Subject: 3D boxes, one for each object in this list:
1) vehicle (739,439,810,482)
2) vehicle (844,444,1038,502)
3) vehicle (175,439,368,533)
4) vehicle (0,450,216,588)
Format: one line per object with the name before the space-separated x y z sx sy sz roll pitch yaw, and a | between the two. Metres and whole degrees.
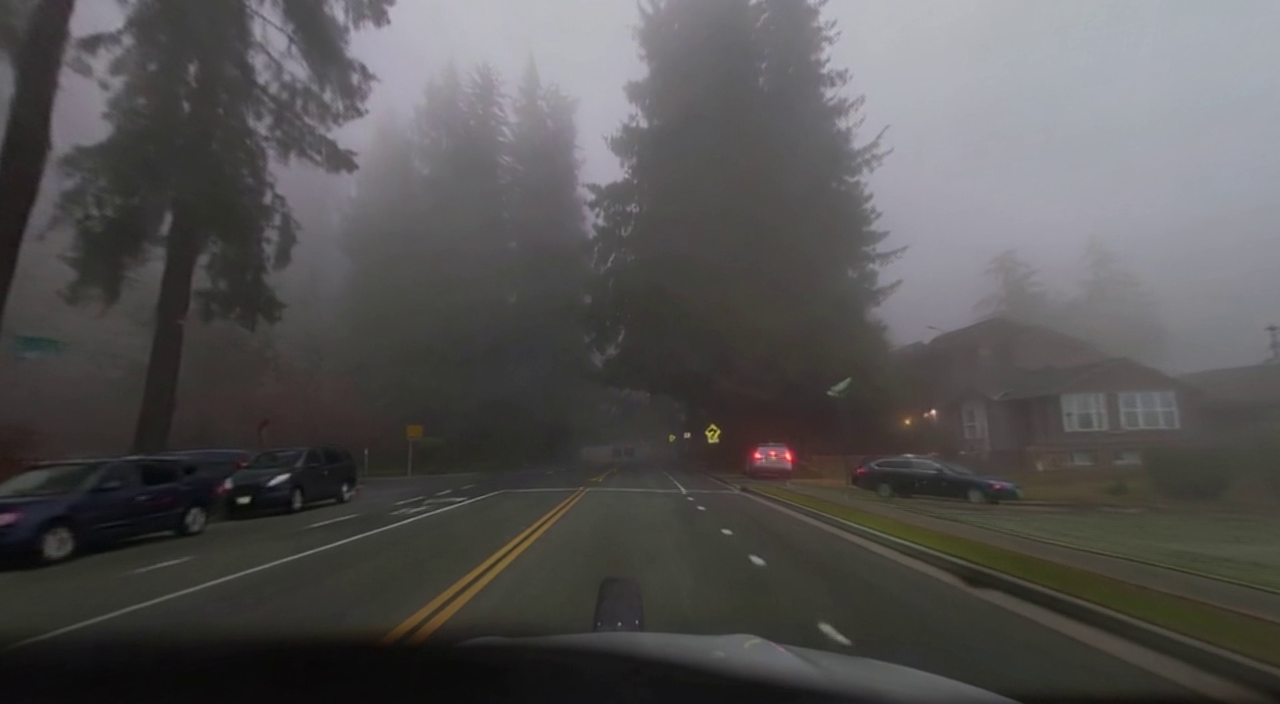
vehicle | 5.823 4.743 27.838 2.096 1.713 4.606 0 -9 -1
vehicle | 8.180 3.312 17.537 4.438 1.466 1.943 -1 -9 10
vehicle | -9.374 3.362 16.683 2.181 1.938 4.931 -2 -7 0
vehicle | -9.145 2.429 9.992 1.998 1.684 4.180 1 -9 -2
